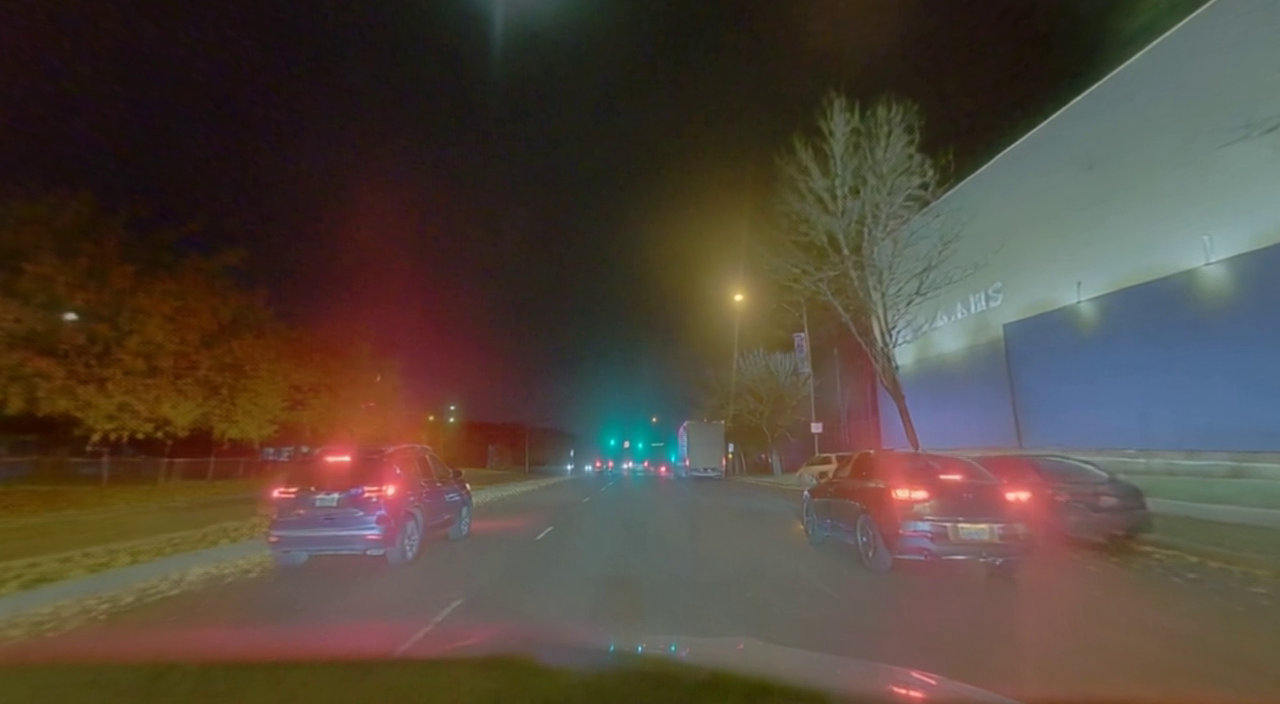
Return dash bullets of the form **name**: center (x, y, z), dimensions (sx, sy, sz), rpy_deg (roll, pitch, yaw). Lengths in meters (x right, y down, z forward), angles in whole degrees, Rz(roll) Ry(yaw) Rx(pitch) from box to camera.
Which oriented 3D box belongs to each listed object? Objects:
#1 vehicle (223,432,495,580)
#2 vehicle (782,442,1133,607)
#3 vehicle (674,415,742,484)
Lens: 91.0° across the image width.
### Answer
- **vehicle**: center (-3.500, 1.976, 8.959), dimensions (1.751, 1.540, 4.481), rpy_deg (0, -9, 1)
- **vehicle**: center (3.416, 1.929, 8.180), dimensions (1.915, 1.449, 4.970), rpy_deg (0, -9, -1)
- **vehicle**: center (3.918, 6.042, 39.150), dimensions (3.003, 3.680, 10.684), rpy_deg (0, -9, 0)
